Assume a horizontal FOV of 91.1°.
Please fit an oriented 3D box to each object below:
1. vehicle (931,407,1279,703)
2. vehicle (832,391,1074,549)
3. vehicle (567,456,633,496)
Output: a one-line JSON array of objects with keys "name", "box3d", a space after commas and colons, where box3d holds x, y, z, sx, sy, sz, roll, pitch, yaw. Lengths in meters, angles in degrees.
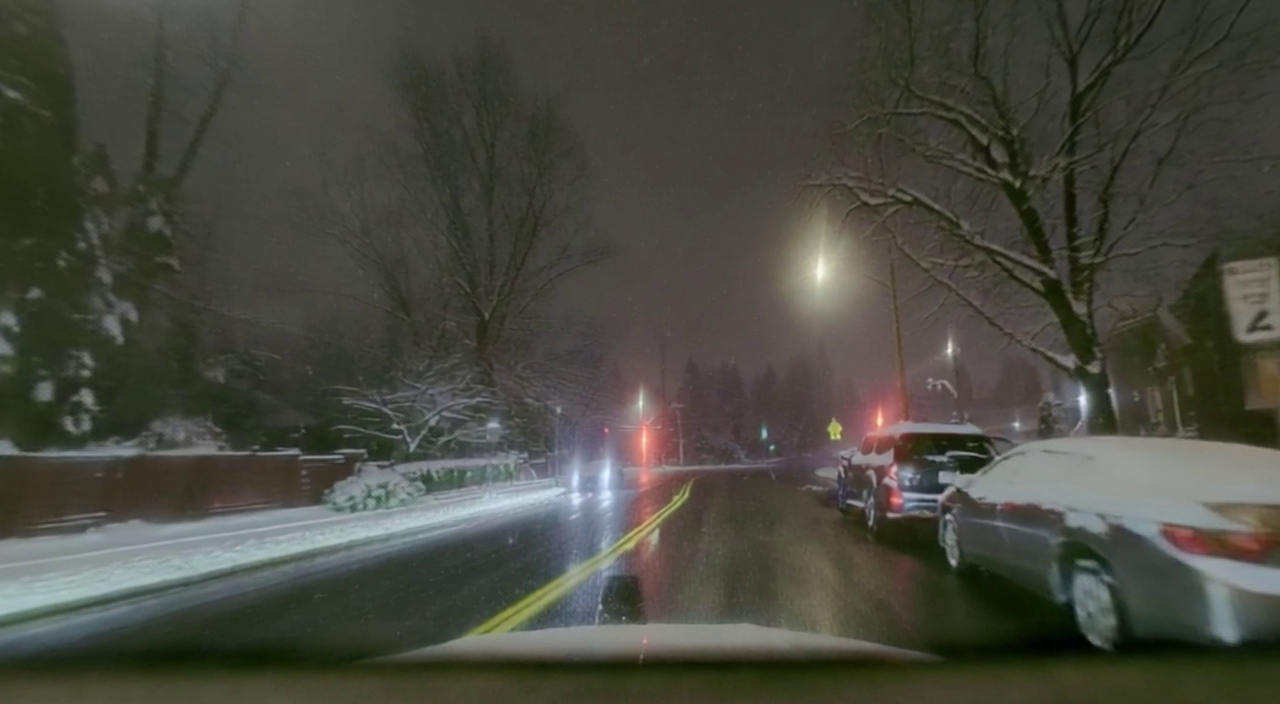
[{"name": "vehicle", "box3d": [4.270, 1.406, 5.221, 2.242, 1.661, 4.273, -1, -8, 10]}, {"name": "vehicle", "box3d": [5.488, 2.231, 12.195, 2.624, 2.227, 5.508, 1, -10, 9]}, {"name": "vehicle", "box3d": [-1.708, 5.555, 28.450, 2.033, 1.456, 4.370, -4, -9, 9]}]
